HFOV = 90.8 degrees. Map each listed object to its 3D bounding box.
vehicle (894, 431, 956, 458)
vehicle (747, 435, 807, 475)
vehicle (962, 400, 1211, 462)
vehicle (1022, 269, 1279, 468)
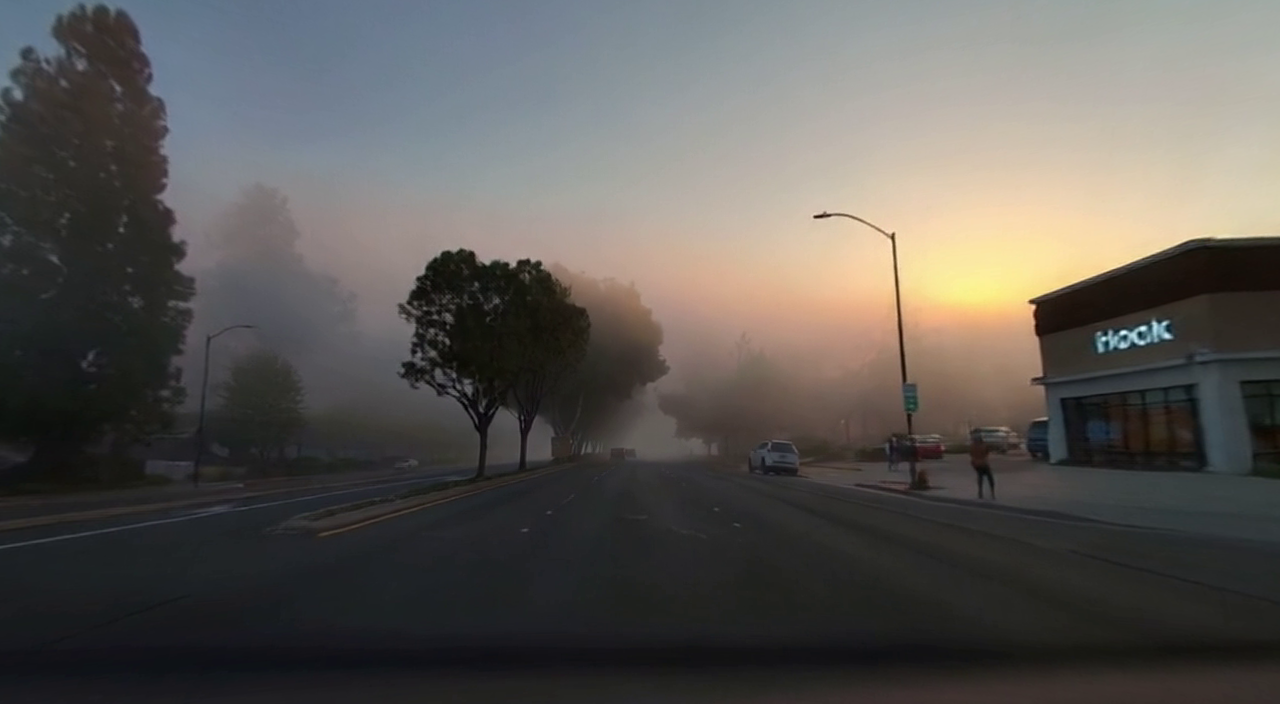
[{"bbox_3d":[14.451,4.677,31.963,3.386,1.301,0.852,4,-10,-27],"label":"vehicle"},{"bbox_3d":[7.009,5.313,32.816,1.954,1.907,4.736,0,-9,-1],"label":"vehicle"},{"bbox_3d":[14.428,2.648,20.481,6.592,1.676,4.007,5,-10,-29],"label":"vehicle"},{"bbox_3d":[22.901,0.470,21.366,16.415,6.611,1.394,-5,-10,25],"label":"vehicle"}]
